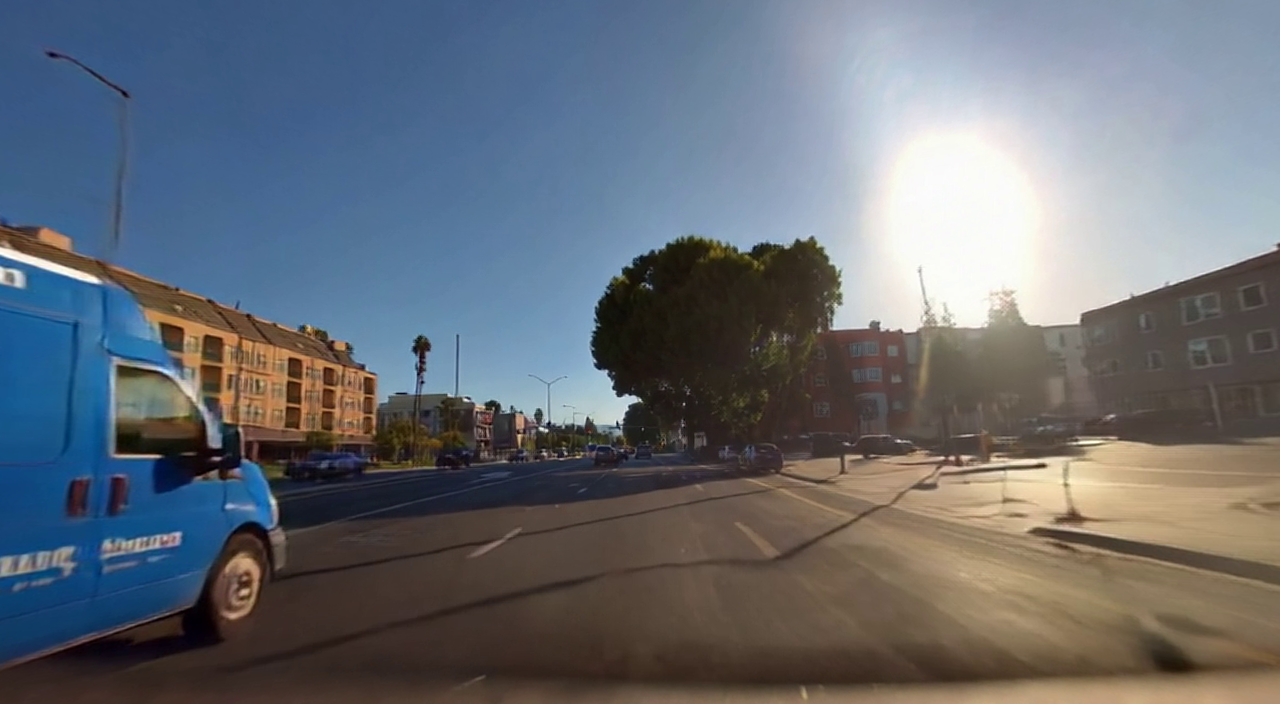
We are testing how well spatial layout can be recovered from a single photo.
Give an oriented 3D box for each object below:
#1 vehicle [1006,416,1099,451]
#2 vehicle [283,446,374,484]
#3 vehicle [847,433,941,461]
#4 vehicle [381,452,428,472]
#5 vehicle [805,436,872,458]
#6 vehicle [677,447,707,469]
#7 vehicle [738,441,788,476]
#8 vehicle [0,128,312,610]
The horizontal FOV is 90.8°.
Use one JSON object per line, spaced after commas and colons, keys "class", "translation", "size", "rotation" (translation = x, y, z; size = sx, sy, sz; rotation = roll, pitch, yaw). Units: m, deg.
{"class": "vehicle", "translation": [30.895, 6.160, 47.455], "size": [5.204, 2.465, 2.316], "rotation": [-1, -9, 5]}
{"class": "vehicle", "translation": [-14.993, 5.445, 30.754], "size": [2.151, 1.705, 4.537], "rotation": [0, -9, -1]}
{"class": "vehicle", "translation": [15.370, 5.801, 38.460], "size": [4.830, 1.605, 1.982], "rotation": [-1, -9, 4]}
{"class": "vehicle", "translation": [-18.319, 8.571, 49.404], "size": [1.911, 1.476, 4.602], "rotation": [0, -9, 0]}
{"class": "vehicle", "translation": [15.235, 7.305, 48.697], "size": [4.527, 1.637, 1.887], "rotation": [0, -9, 0]}
{"class": "vehicle", "translation": [3.791, 7.783, 46.649], "size": [1.878, 1.534, 4.120], "rotation": [0, -9, -1]}
{"class": "vehicle", "translation": [6.759, 5.896, 35.156], "size": [2.175, 1.770, 4.373], "rotation": [-1, -9, 4]}
{"class": "vehicle", "translation": [-5.373, 0.102, 3.913], "size": [2.763, 2.974, 7.562], "rotation": [0, -8, -2]}
